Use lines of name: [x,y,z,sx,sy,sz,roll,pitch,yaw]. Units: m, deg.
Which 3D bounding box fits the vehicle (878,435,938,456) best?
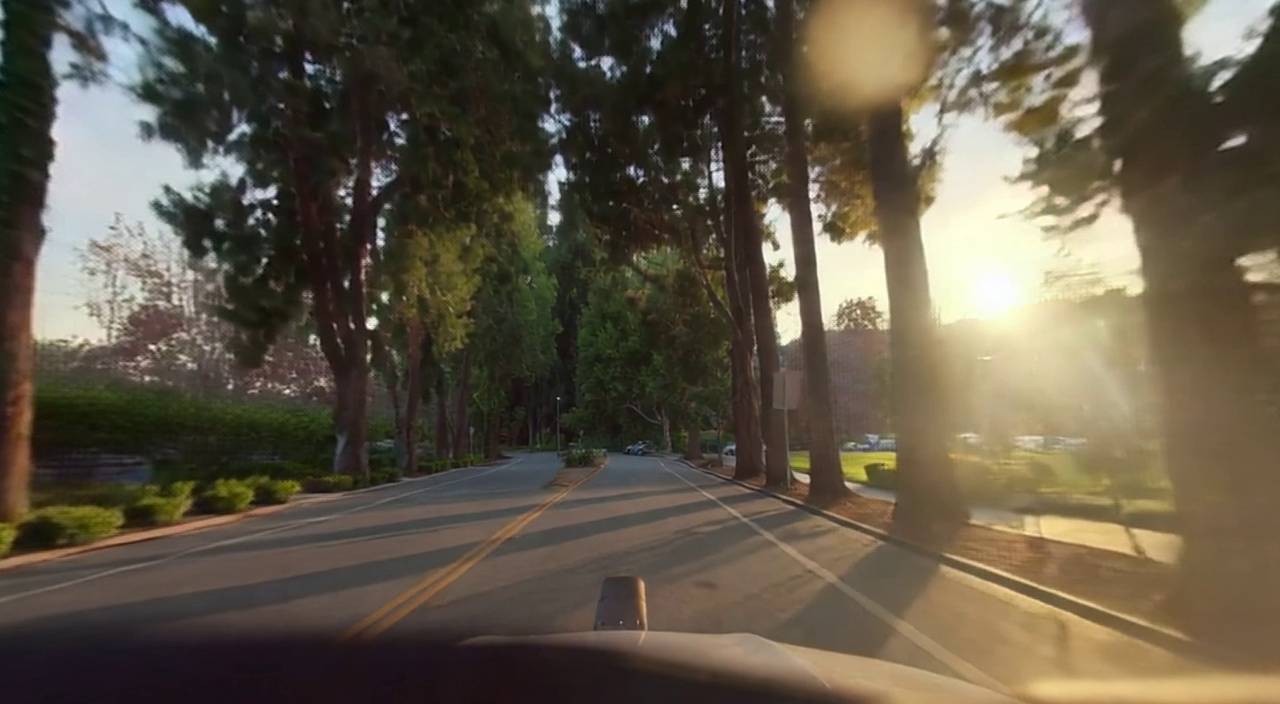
vehicle: [20.875,7.330,49.246,3.830,1.429,1.890,4,-10,-10]
